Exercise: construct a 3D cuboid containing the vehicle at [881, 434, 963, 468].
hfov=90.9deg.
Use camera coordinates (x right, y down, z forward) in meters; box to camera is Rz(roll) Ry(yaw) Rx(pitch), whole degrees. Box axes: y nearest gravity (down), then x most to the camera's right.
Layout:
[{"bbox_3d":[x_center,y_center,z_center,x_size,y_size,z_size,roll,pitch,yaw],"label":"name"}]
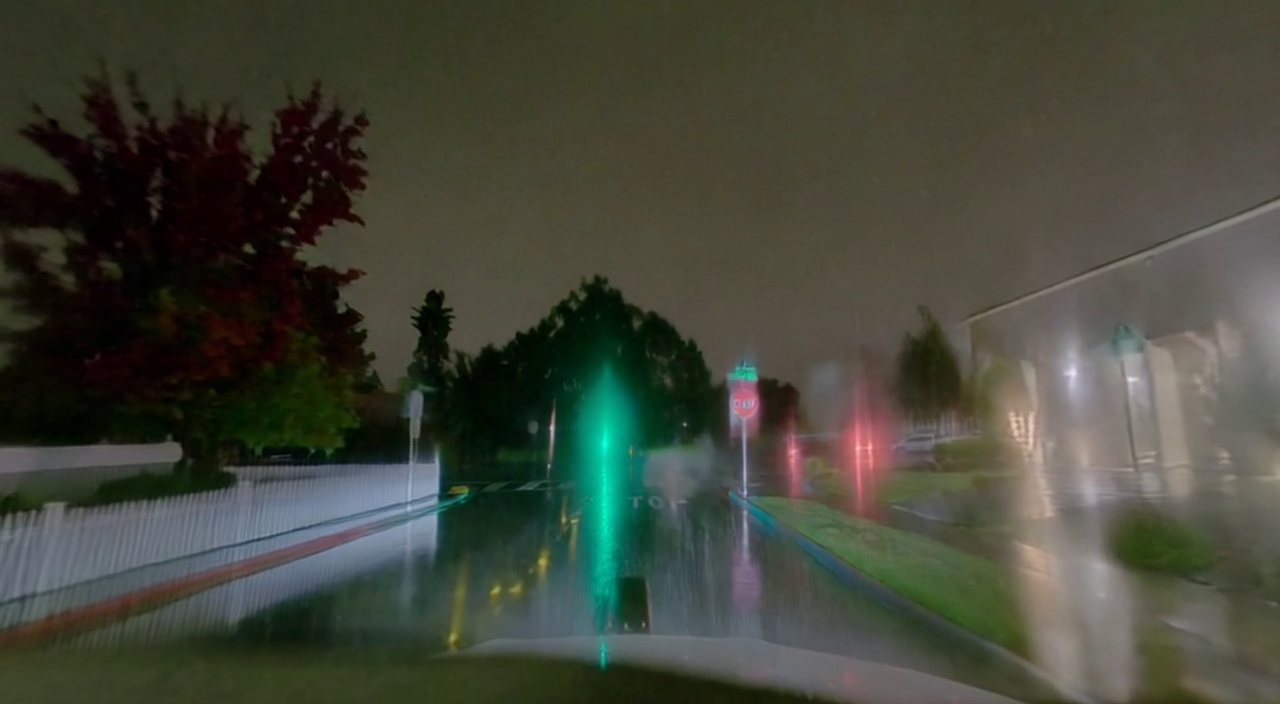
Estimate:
[{"bbox_3d":[18.994,6.673,42.597,2.395,2.164,4.475,5,-9,-26],"label":"vehicle"}]
